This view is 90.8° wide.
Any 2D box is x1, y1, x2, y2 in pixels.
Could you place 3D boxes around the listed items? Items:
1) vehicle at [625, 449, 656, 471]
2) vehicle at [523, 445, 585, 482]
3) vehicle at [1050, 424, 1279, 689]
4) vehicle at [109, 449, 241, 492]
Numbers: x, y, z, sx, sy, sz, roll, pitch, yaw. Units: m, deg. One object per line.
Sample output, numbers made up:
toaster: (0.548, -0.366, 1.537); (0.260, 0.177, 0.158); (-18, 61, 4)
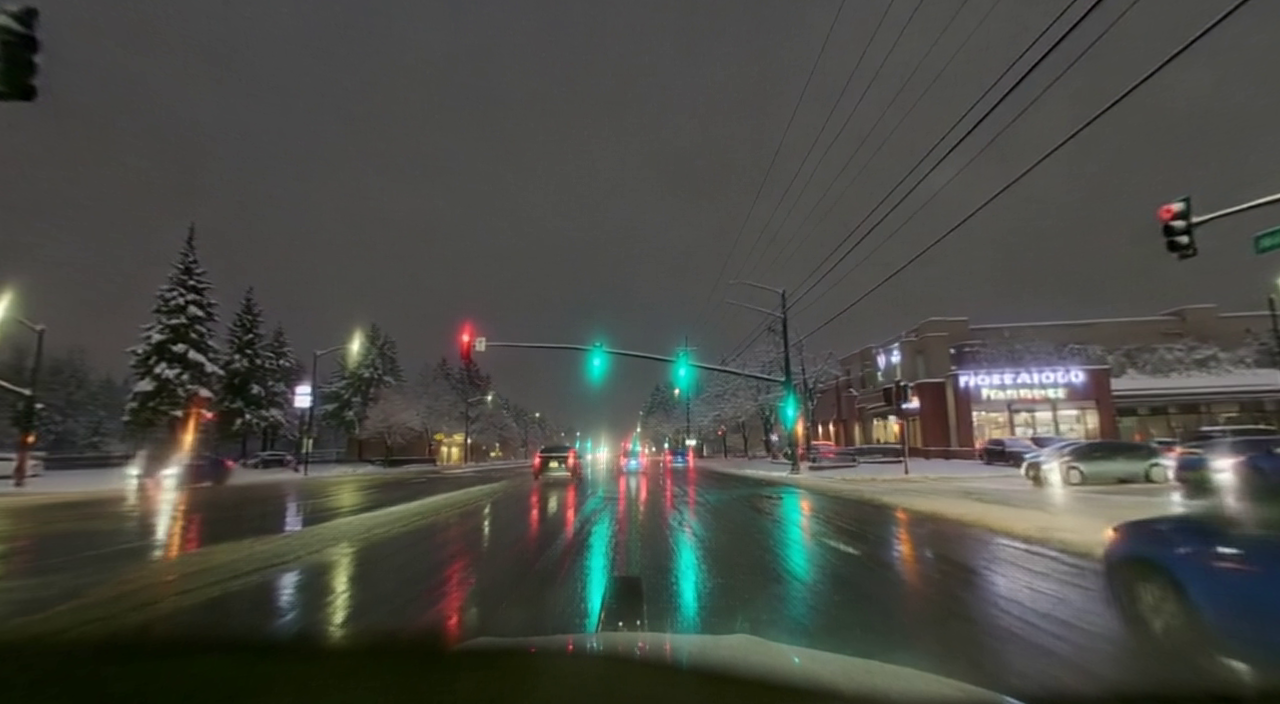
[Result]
vehicle: (0.001, 7.547, 44.445); (2.072, 1.473, 4.139); (0, -9, -1)
vehicle: (-3.885, 5.116, 29.311); (2.035, 1.564, 4.702); (-1, -9, 2)
vehicle: (4.644, 1.094, 3.168); (2.119, 1.479, 4.910); (-1, -9, 4)
vehicle: (-21.828, 5.534, 30.073); (2.066, 1.835, 5.580); (0, -9, 0)
